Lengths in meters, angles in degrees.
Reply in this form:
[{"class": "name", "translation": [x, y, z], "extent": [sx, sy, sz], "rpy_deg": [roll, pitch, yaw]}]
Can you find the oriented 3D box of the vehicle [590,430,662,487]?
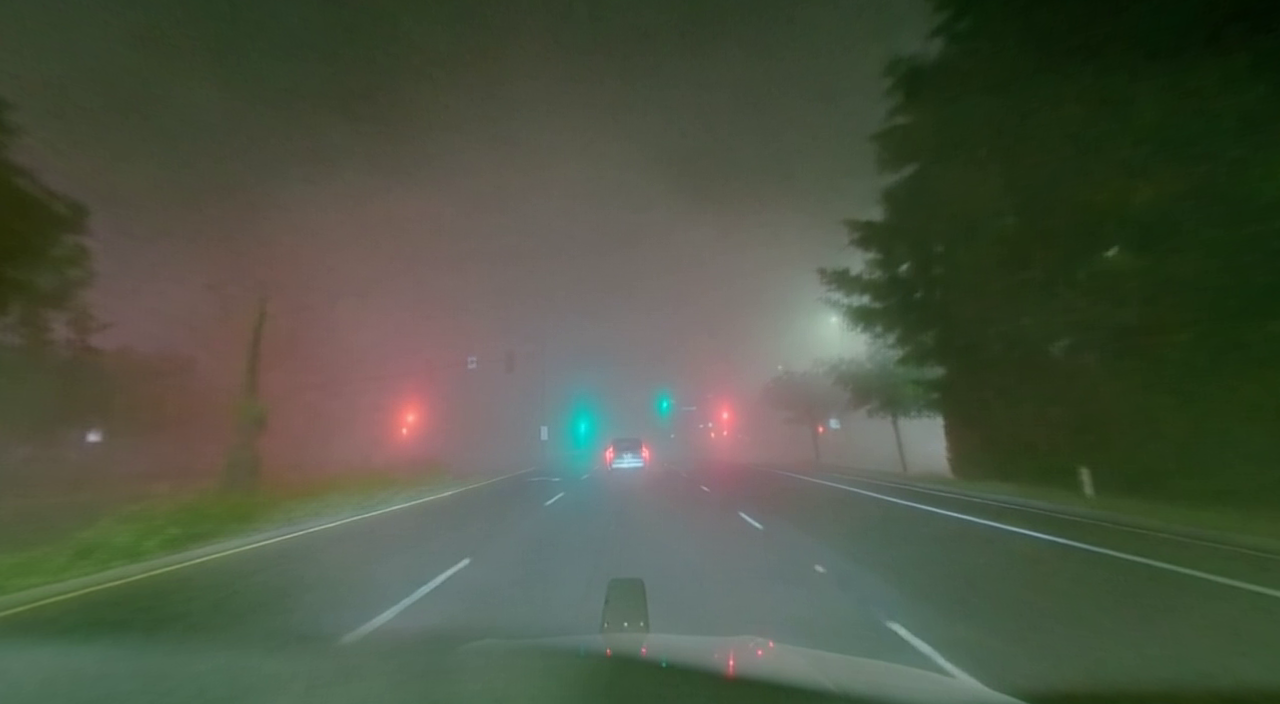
[{"class": "vehicle", "translation": [-0.471, 3.555, 21.329], "extent": [2.192, 1.734, 4.176], "rpy_deg": [0, -8, -1]}]
